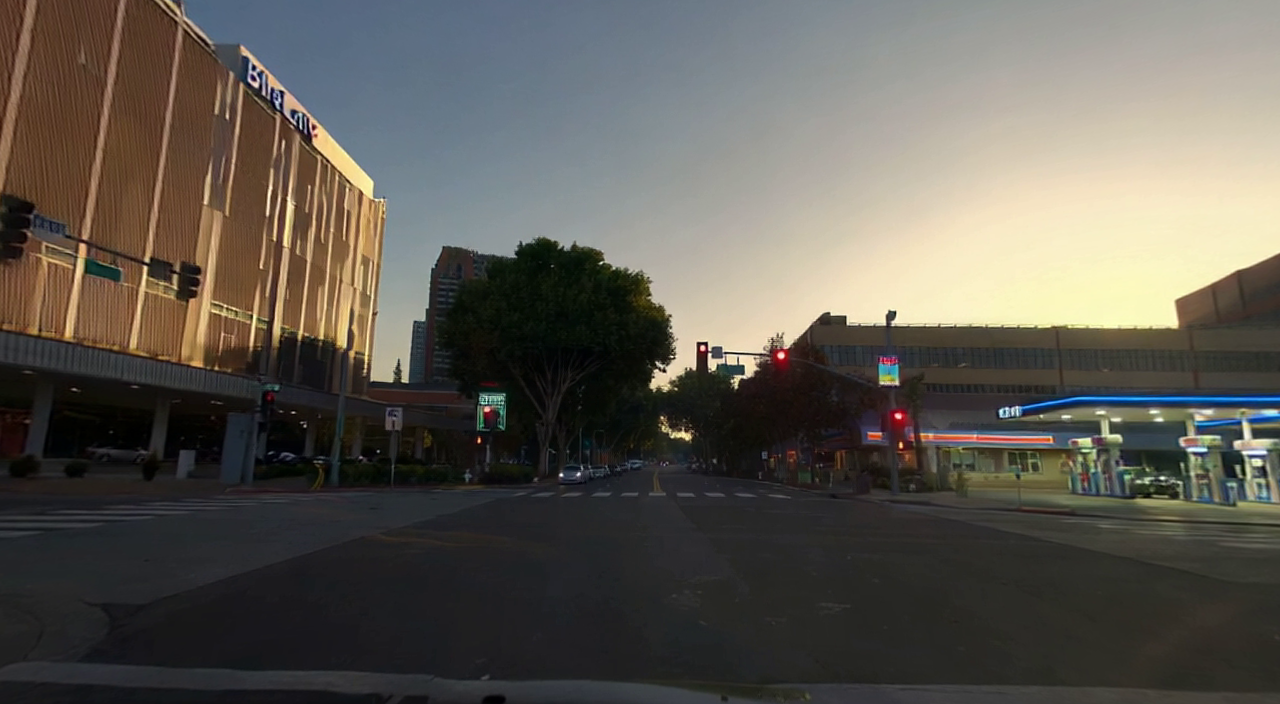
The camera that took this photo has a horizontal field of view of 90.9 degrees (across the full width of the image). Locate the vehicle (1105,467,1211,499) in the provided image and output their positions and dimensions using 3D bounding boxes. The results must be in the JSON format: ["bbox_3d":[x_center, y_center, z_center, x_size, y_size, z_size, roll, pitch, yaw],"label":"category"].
[{"bbox_3d":[28.034,7.071,34.319,1.897,1.466,4.211,1,-8,-6],"label":"vehicle"}]
